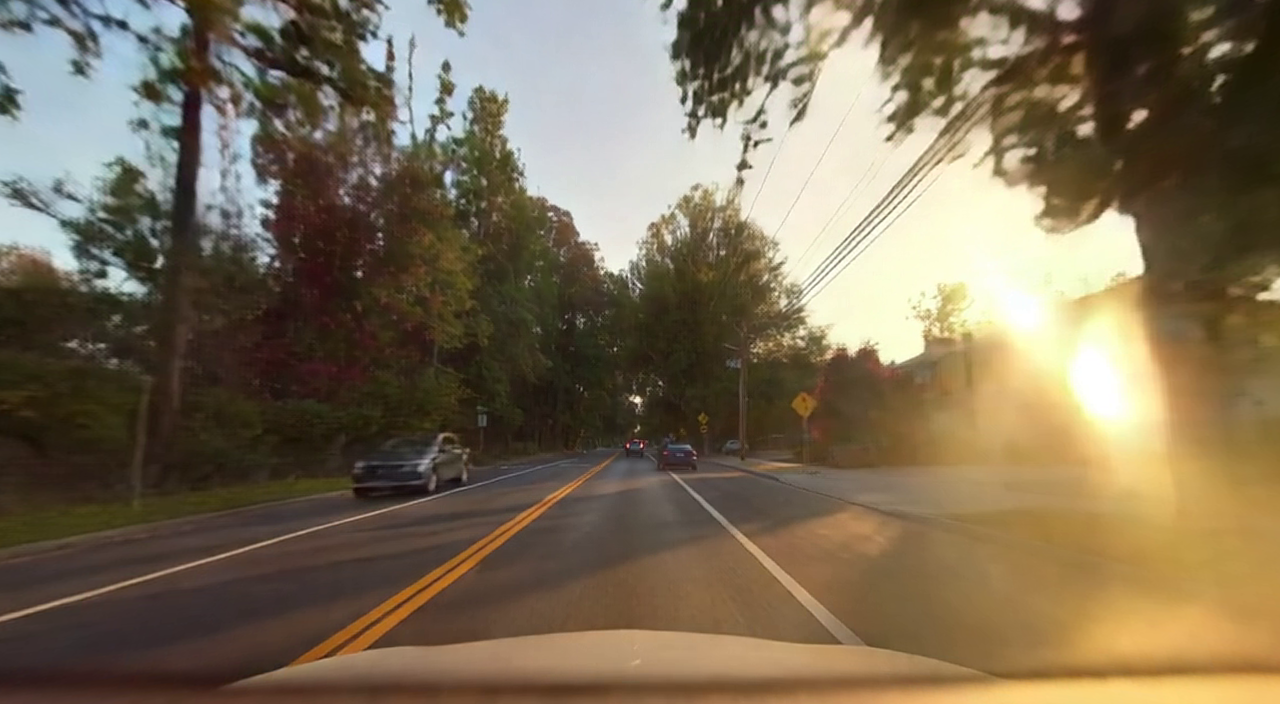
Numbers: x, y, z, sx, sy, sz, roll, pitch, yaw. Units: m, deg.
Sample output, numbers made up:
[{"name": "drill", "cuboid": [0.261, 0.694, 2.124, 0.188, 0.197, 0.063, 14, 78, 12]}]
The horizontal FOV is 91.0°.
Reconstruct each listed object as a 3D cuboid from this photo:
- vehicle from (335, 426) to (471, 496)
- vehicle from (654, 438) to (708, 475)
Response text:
[{"name": "vehicle", "cuboid": [-7.046, 3.308, 19.418, 2.352, 1.857, 4.690, 0, -8, 0]}, {"name": "vehicle", "cuboid": [1.711, 4.537, 27.562, 1.975, 1.497, 3.647, 1, -8, -2]}]
